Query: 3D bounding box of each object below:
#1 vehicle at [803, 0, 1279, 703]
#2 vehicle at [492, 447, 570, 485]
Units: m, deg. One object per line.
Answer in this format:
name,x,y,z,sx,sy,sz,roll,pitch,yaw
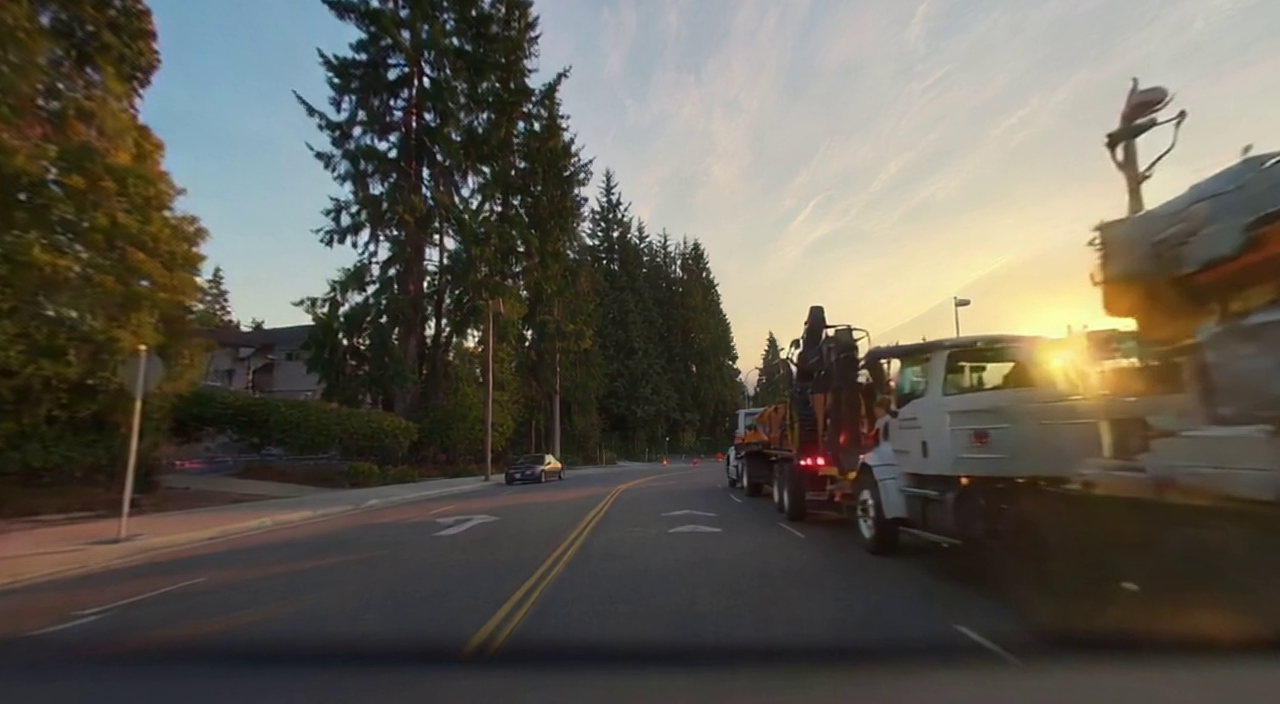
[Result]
vehicle,3.864,0.325,4.491,3.107,3.379,8.460,-1,-8,0
vehicle,-4.525,4.787,26.927,1.930,1.487,4.213,-2,-9,10
